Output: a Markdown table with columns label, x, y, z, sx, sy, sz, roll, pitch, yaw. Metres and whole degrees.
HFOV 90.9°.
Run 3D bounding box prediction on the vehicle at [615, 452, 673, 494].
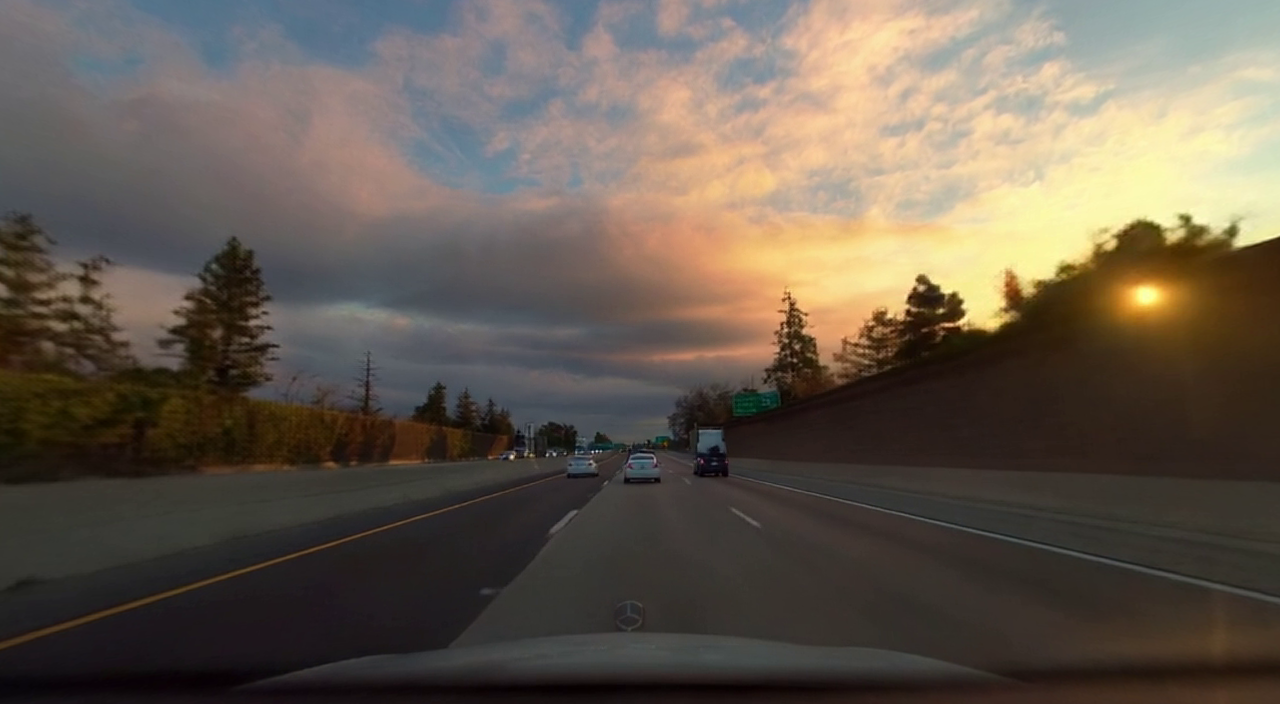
| label | x | y | z | sx | sy | sz | roll | pitch | yaw |
| --- | --- | --- | --- | --- | --- | --- | --- | --- | --- |
| vehicle | 0.101 | 4.744 | 25.133 | 2.089 | 1.516 | 4.191 | 0 | -9 | -1 |

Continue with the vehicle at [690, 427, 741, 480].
| label | x | y | z | sx | sy | sz | roll | pitch | yaw |
| --- | --- | --- | --- | --- | --- | --- | --- | --- | --- |
| vehicle | 4.916 | 6.429 | 39.862 | 2.650 | 2.978 | 6.937 | -3 | -10 | 10 |

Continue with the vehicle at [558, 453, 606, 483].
| label | x | y | z | sx | sy | sz | roll | pitch | yaw |
| --- | --- | --- | --- | --- | --- | --- | --- | --- | --- |
| vehicle | -3.015 | 6.146 | 33.707 | 2.105 | 1.467 | 4.099 | 0 | -9 | 1 |
